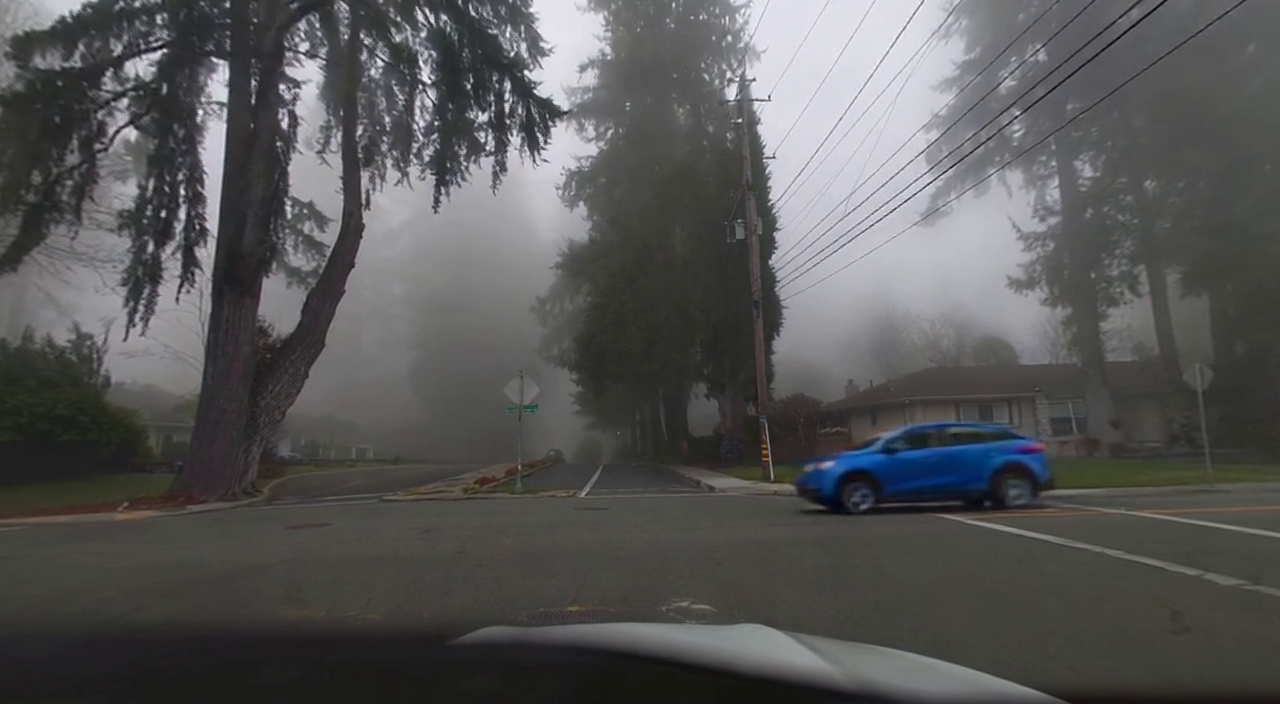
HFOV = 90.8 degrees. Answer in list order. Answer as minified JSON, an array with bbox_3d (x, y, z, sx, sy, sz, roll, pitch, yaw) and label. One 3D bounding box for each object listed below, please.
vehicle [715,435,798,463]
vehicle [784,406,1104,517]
[{"bbox_3d":[7.262,6.062,39.646,4.784,1.647,1.947,0,-8,-5],"label":"vehicle"},{"bbox_3d":[5.386,1.994,11.773,4.809,1.834,2.181,0,-8,-2],"label":"vehicle"}]
